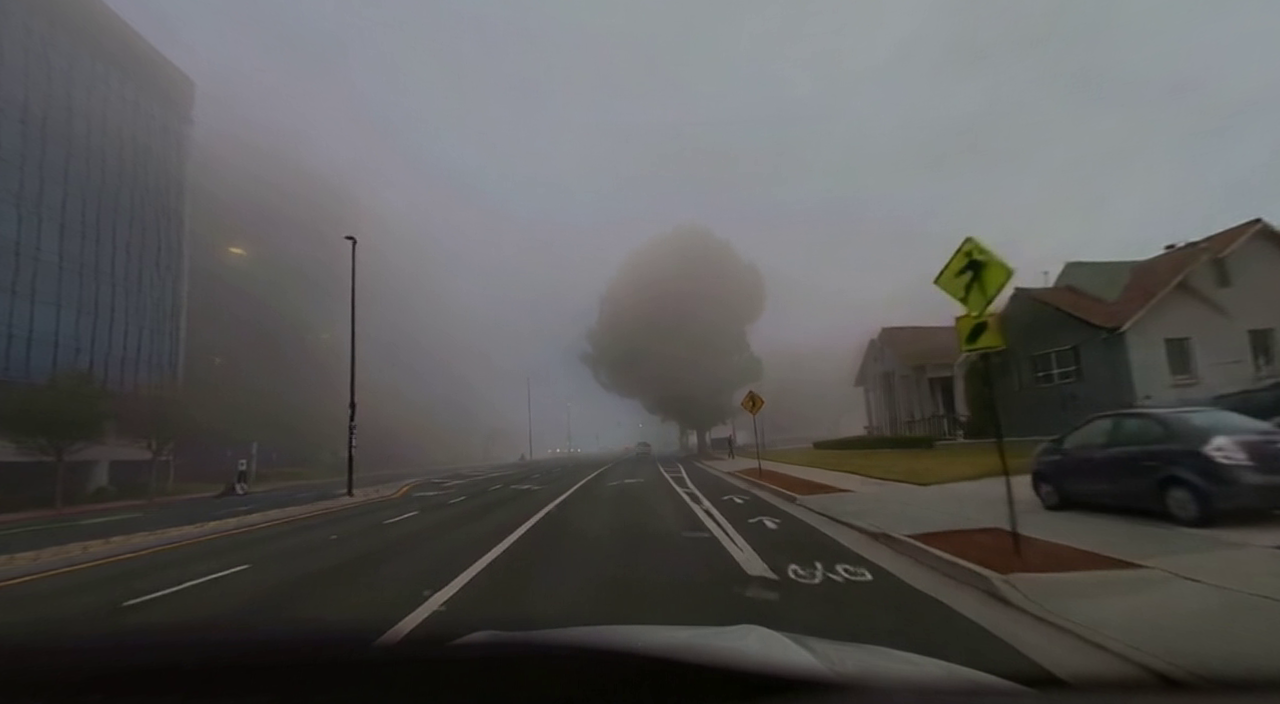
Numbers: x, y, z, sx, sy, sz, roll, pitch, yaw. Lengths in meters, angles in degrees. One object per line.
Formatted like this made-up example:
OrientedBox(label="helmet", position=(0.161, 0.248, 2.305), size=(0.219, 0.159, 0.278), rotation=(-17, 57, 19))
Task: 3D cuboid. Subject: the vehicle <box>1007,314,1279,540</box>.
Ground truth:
OrientedBox(label="vehicle", position=(6.660, 0.921, 7.274), size=(2.038, 1.941, 4.943), rotation=(0, -8, 2))
